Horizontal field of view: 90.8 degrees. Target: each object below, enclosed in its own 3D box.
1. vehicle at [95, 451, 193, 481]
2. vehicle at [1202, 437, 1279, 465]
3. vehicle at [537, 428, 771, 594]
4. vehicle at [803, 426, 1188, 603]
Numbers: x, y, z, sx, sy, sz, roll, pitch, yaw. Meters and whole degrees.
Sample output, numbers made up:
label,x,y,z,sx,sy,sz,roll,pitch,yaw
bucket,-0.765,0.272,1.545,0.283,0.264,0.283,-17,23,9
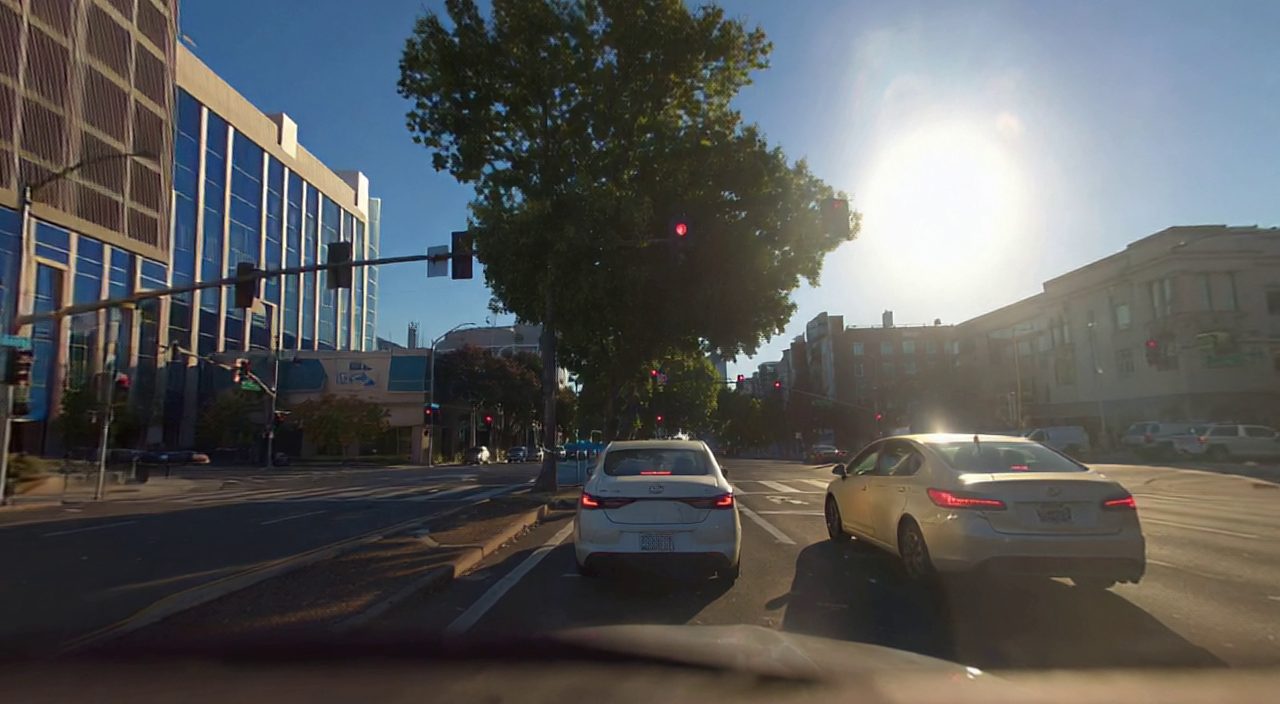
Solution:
label,x,y,z,sx,sy,sz,roll,pitch,yaw
vehicle,-26.665,6.128,34.042,3.657,1.528,1.783,1,-9,-3
vehicle,35.206,5.635,36.132,4.190,1.535,1.998,0,-9,-1
vehicle,0.093,1.734,7.725,2.087,1.468,4.014,0,-9,-1
vehicle,3.643,1.739,7.735,2.018,1.491,4.544,0,-9,-1
